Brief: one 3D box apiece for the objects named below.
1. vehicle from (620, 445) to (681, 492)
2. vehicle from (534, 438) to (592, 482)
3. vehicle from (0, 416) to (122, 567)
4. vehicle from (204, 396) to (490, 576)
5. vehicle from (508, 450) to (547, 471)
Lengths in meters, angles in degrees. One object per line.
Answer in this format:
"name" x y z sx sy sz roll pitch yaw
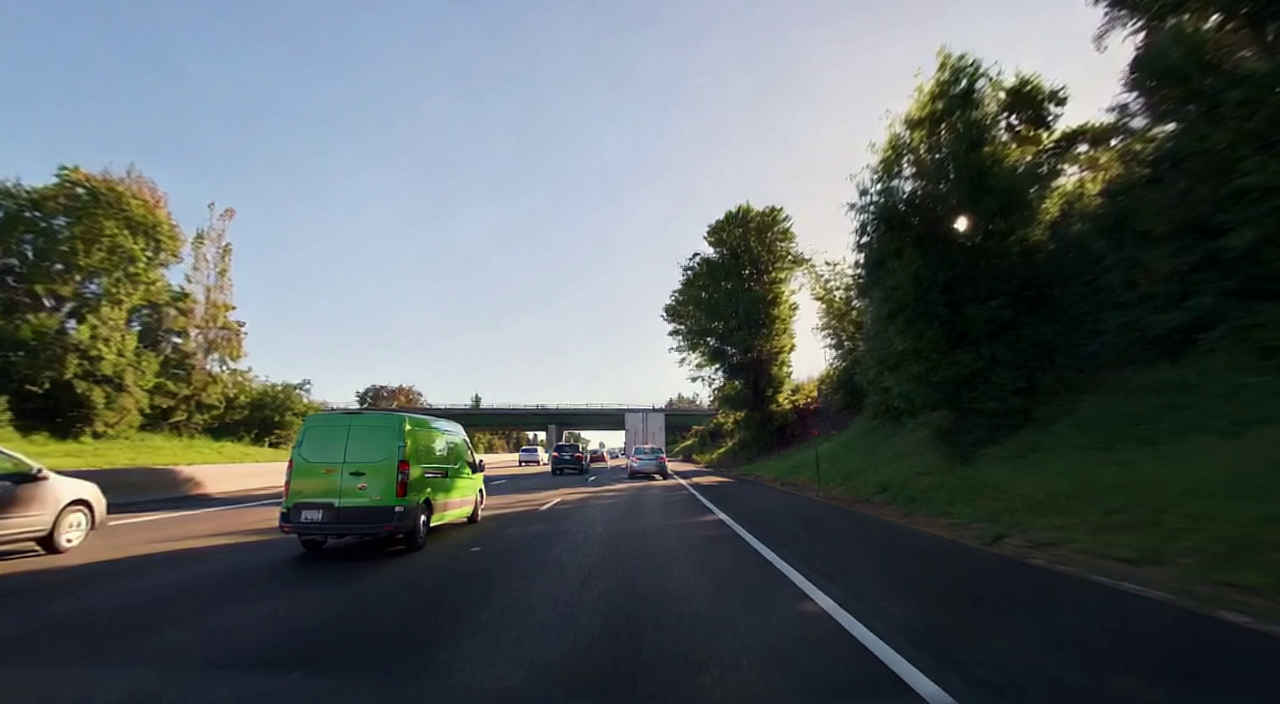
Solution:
"vehicle" 0.333 4.055 22.236 1.991 1.507 3.391 0 -9 0
"vehicle" -3.452 4.945 29.053 2.068 1.862 4.234 0 -9 1
"vehicle" -8.236 1.481 6.510 2.093 1.675 4.233 0 -9 0
"vehicle" -3.577 1.724 8.699 1.951 1.882 3.979 0 -9 1
"vehicle" -7.749 7.512 43.738 1.886 1.414 4.028 0 -9 2
